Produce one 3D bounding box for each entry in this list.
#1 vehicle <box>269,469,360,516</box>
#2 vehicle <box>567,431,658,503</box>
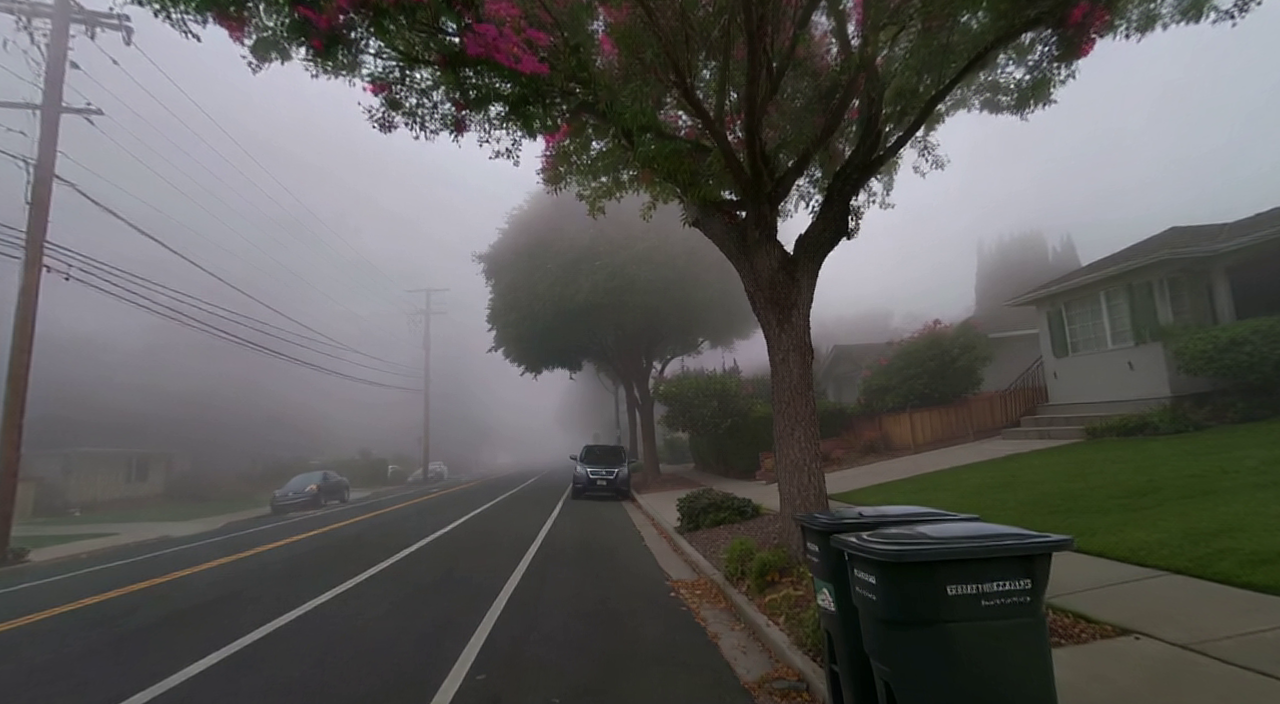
[{"bbox_3d":[-13.758,5.923,26.985,1.982,1.660,4.142,1,-8,-6],"label":"vehicle"},{"bbox_3d":[-0.821,3.082,17.382,2.190,1.708,4.115,0,-8,-4],"label":"vehicle"}]
